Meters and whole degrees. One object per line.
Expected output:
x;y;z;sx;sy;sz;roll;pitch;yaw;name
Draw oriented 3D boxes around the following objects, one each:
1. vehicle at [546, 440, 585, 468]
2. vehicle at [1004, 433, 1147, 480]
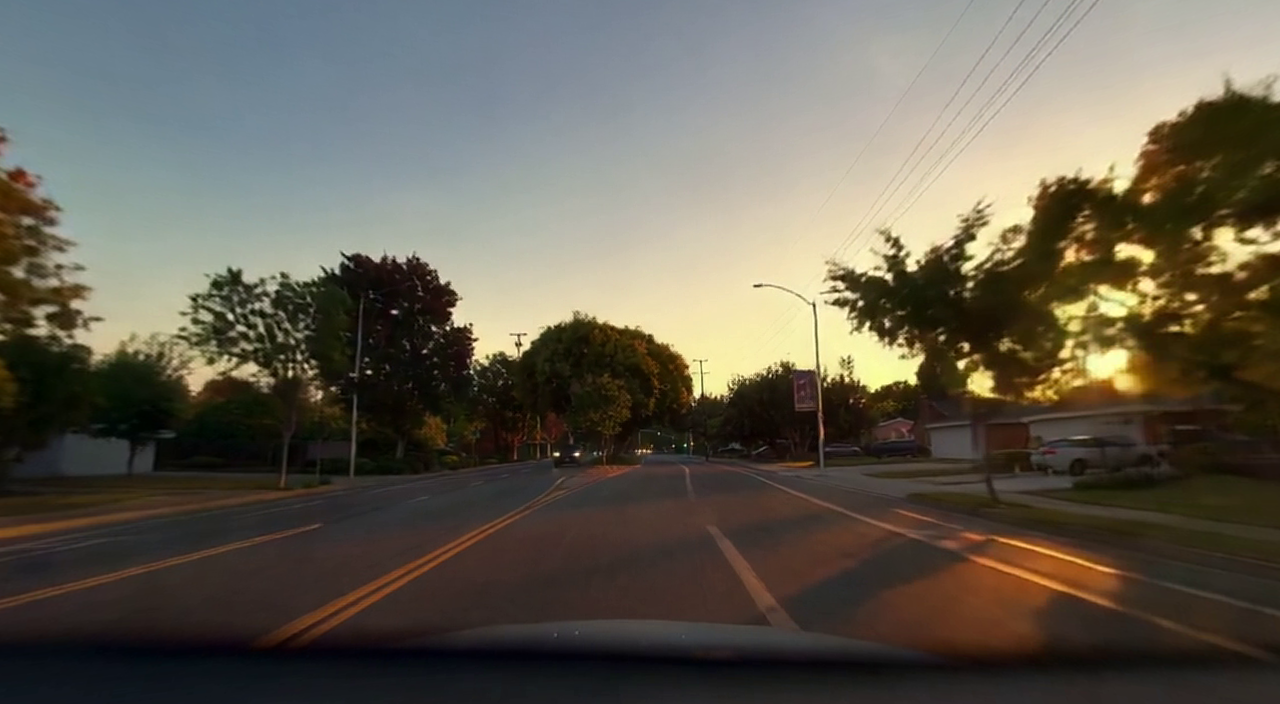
-5.054;7.034;43.584;2.128;1.753;4.516;0;-9;0;vehicle
15.815;3.821;23.220;1.901;1.547;4.411;0;-9;-4;vehicle
